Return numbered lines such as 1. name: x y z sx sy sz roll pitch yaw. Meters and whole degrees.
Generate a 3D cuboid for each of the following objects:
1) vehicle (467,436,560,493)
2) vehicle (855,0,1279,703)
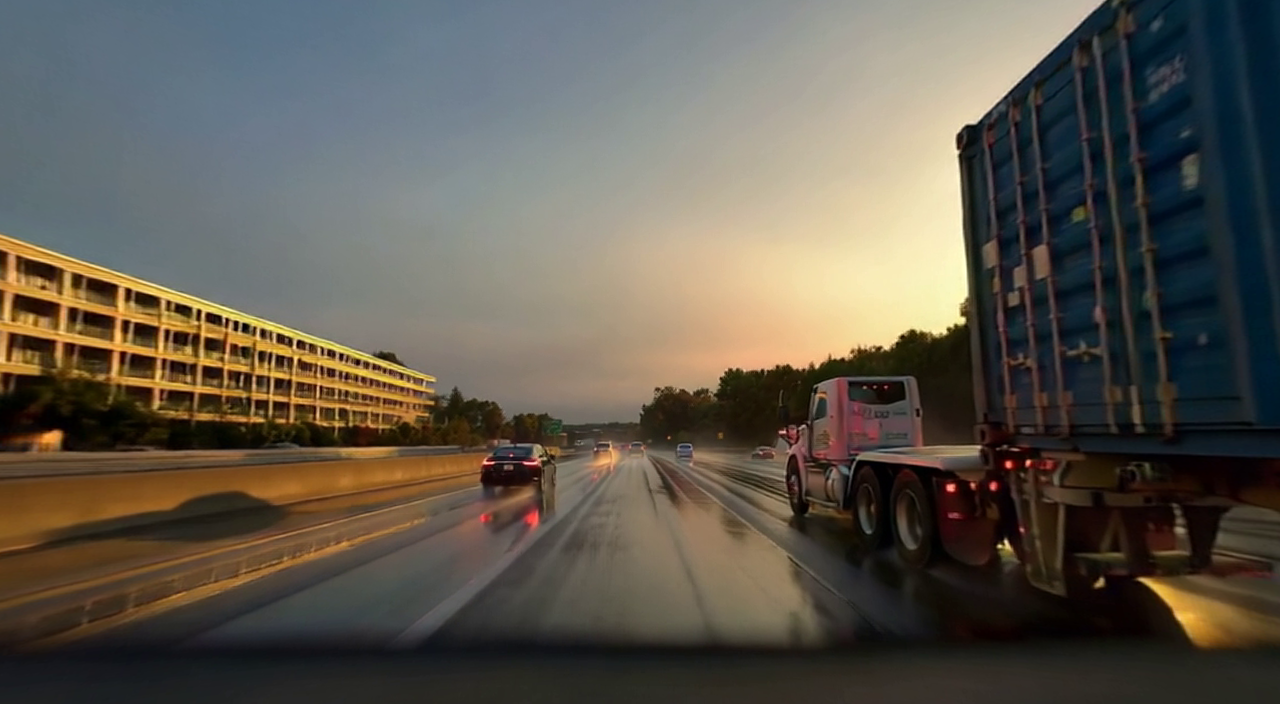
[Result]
1. vehicle: -3.697 3.359 19.148 1.954 1.528 4.010 0 -9 0
2. vehicle: 3.847 -0.815 0.254 2.893 3.992 13.605 0 -8 1
